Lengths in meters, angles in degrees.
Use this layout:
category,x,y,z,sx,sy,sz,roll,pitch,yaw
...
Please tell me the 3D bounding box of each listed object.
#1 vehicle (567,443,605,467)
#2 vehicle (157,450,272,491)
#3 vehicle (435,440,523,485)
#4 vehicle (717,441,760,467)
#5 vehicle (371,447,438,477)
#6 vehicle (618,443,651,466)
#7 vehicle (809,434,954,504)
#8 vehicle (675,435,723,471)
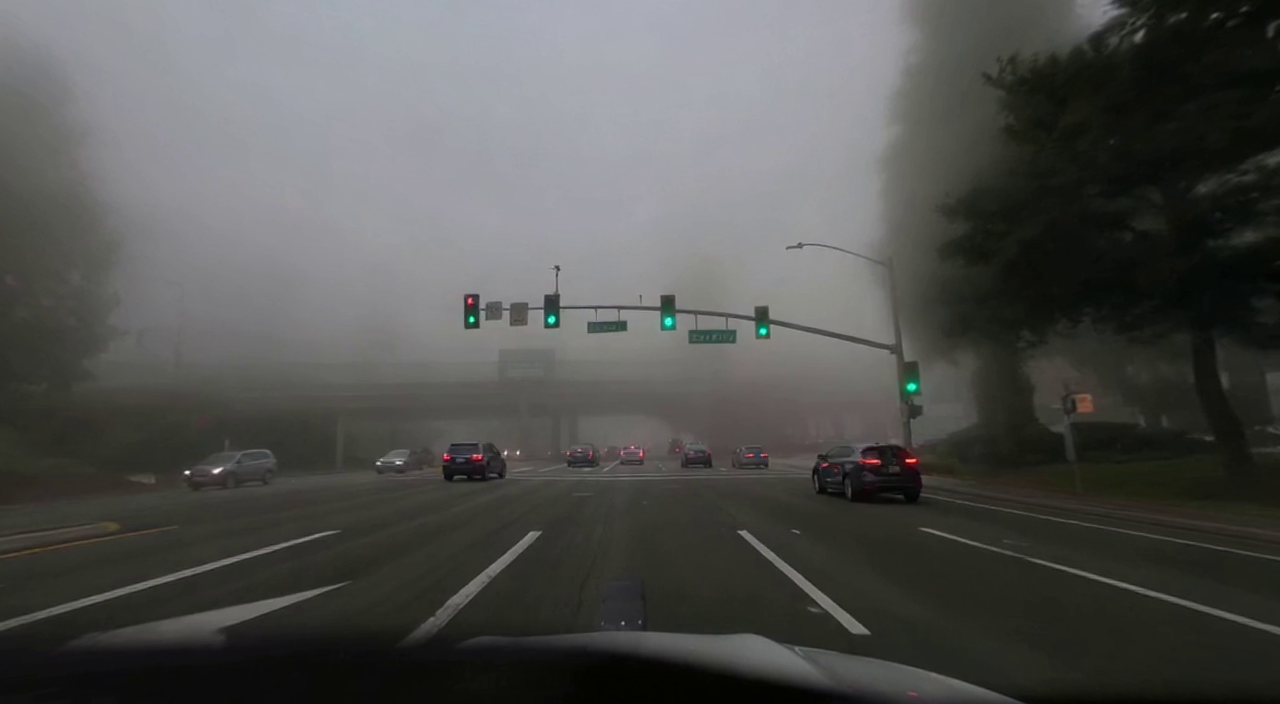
category,x,y,z,sx,sy,sz,roll,pitch,yaw
vehicle,-3.336,6.502,39.800,2.041,1.466,4.212,0,-8,0
vehicle,-18.900,5.255,28.201,1.939,1.648,4.569,0,-8,0
vehicle,-5.899,4.082,23.539,2.070,1.488,4.376,0,-8,1
vehicle,6.235,6.492,40.041,1.924,1.527,4.268,0,-8,-2
vehicle,-12.246,5.721,32.959,1.802,1.478,4.391,0,-8,1
vehicle,-0.358,6.748,41.453,2.026,1.453,3.780,0,-8,0
vehicle,6.291,3.087,17.020,2.056,1.624,4.498,0,-8,-1
vehicle,3.029,5.309,33.132,2.034,1.762,4.420,0,-8,-1
